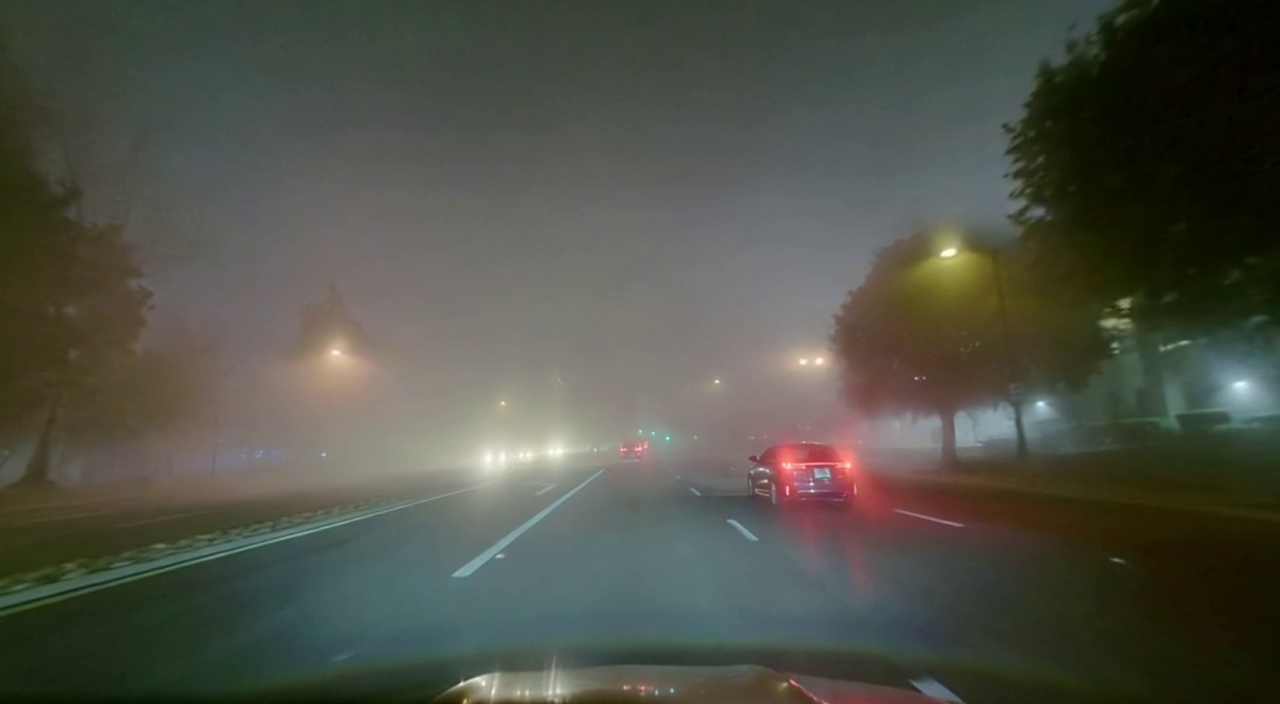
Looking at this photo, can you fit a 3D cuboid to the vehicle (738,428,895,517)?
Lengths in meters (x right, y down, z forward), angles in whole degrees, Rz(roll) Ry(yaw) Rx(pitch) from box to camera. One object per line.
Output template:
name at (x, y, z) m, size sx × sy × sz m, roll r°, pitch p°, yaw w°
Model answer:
vehicle at (3.607, 2.562, 14.002) m, size 1.995 × 1.616 × 4.729 m, roll 0°, pitch -8°, yaw -2°
